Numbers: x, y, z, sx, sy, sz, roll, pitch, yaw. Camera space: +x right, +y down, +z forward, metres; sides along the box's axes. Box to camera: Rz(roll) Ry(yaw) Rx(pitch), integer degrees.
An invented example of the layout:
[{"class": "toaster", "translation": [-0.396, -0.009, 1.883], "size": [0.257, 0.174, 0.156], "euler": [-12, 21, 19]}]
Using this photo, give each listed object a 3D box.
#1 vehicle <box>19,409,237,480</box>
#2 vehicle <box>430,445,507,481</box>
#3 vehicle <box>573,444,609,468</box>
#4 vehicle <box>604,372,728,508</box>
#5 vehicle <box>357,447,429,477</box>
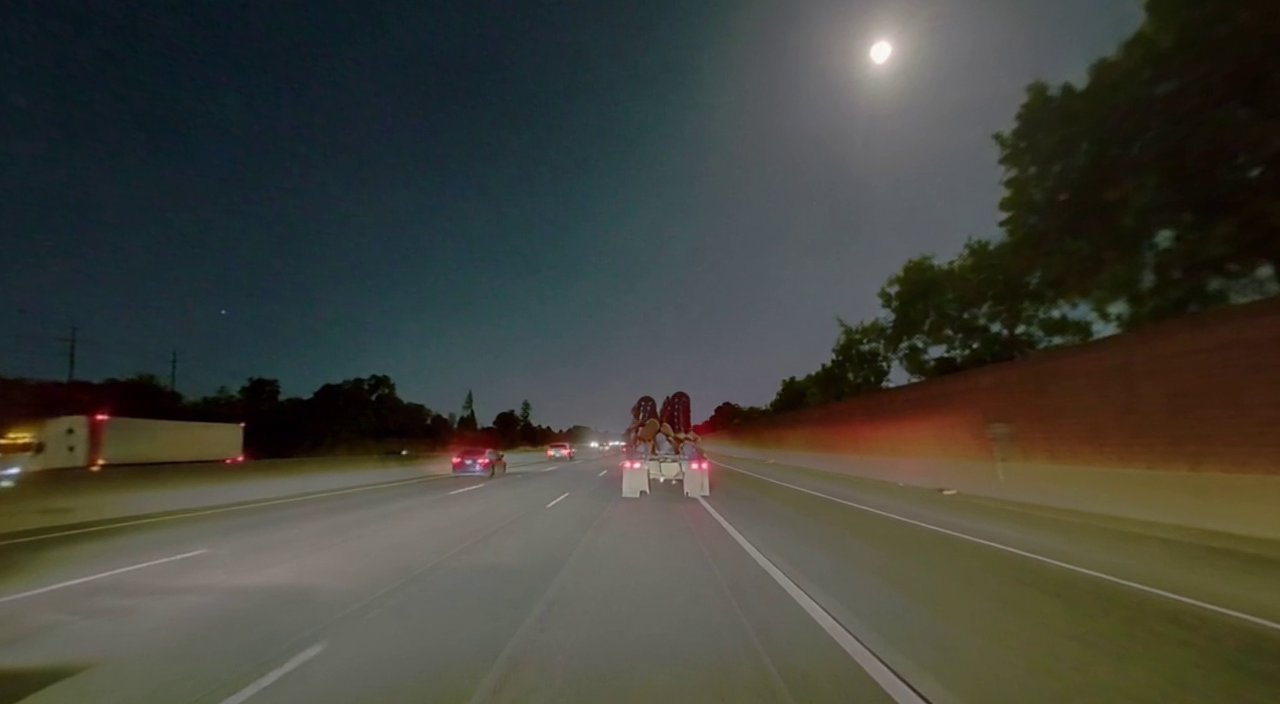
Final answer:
[{"class": "vehicle", "translation": [-29.914, 5.590, 38.212], "size": [2.724, 3.582, 12.661], "euler": [0, -8, -1]}, {"class": "vehicle", "translation": [-7.553, 4.911, 28.323], "size": [2.006, 1.458, 4.700], "euler": [0, -8, 2]}, {"class": "vehicle", "translation": [-3.302, 7.038, 42.950], "size": [1.974, 1.475, 4.538], "euler": [0, -8, 1]}, {"class": "vehicle", "translation": [0.444, 2.592, 18.560], "size": [2.798, 3.071, 8.412], "euler": [0, -8, -2]}, {"class": "vehicle", "translation": [-12.940, 5.753, 33.328], "size": [1.908, 1.473, 4.552], "euler": [0, -8, 1]}]
